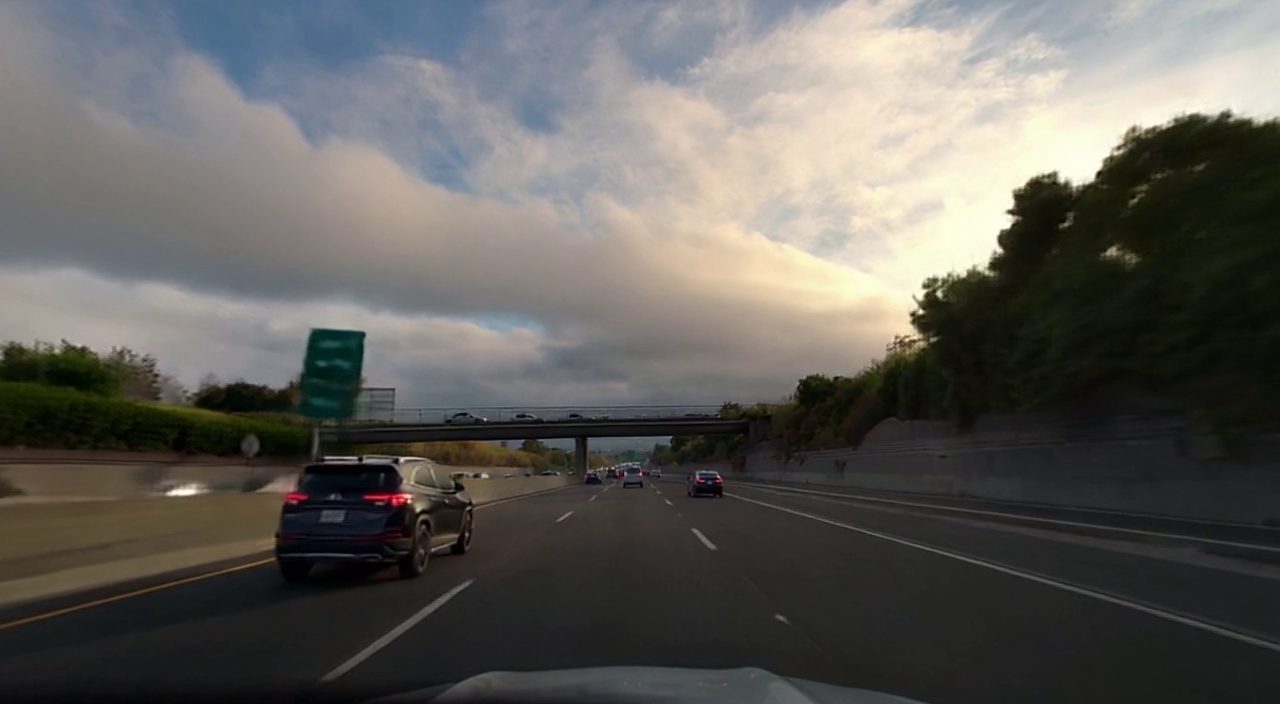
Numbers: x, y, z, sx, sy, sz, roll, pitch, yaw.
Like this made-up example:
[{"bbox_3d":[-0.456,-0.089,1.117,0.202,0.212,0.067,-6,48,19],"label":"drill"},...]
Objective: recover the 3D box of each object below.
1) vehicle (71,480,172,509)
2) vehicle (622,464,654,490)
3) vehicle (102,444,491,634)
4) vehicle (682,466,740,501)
[{"bbox_3d":[-29.872,8.197,36.394,1.869,1.447,4.552,0,-10,2],"label":"vehicle"},{"bbox_3d":[-0.150,9.059,45.669,2.181,1.698,4.056,1,-10,0],"label":"vehicle"},{"bbox_3d":[-3.340,1.940,7.382,2.099,1.516,4.308,1,-10,0],"label":"vehicle"},{"bbox_3d":[3.241,6.151,29.645,2.092,1.518,4.348,1,-10,-2],"label":"vehicle"}]
